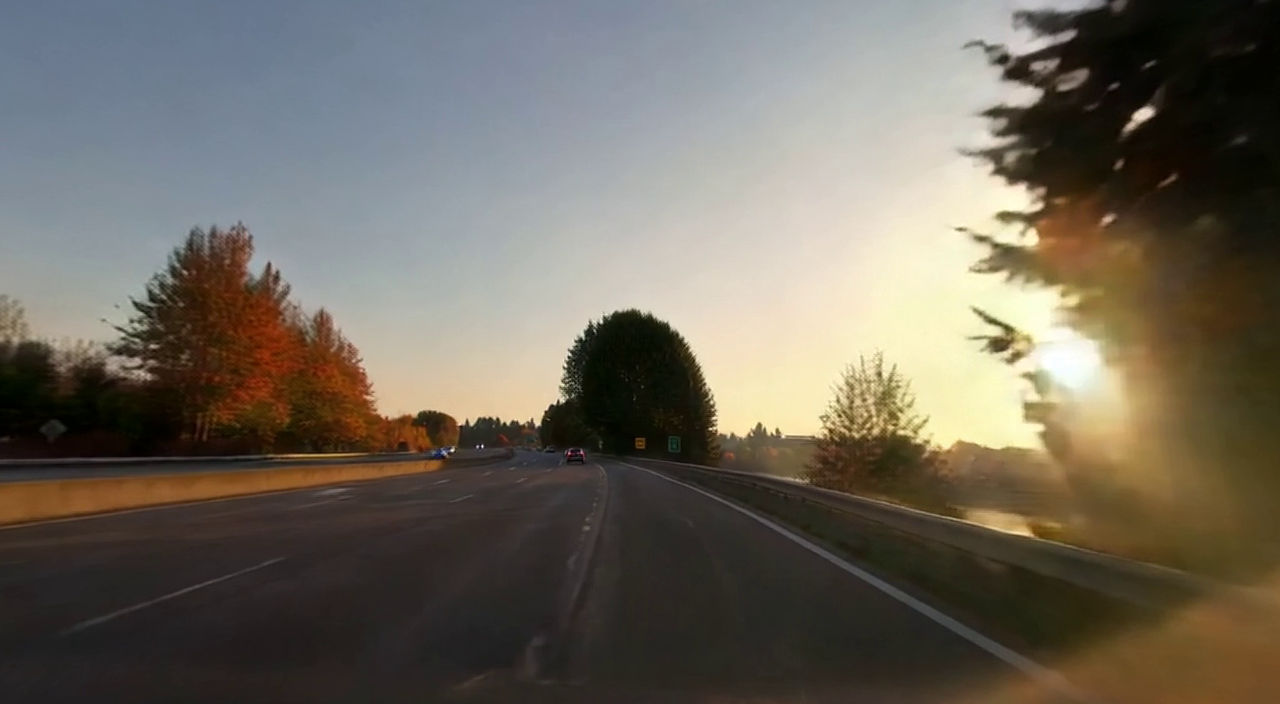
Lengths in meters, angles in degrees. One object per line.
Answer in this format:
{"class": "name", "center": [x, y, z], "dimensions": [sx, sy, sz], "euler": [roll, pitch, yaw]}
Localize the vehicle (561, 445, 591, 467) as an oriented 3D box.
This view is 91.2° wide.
{"class": "vehicle", "center": [-4.956, 8.128, 49.315], "dimensions": [2.248, 1.619, 3.848], "euler": [0, -8, -4]}
